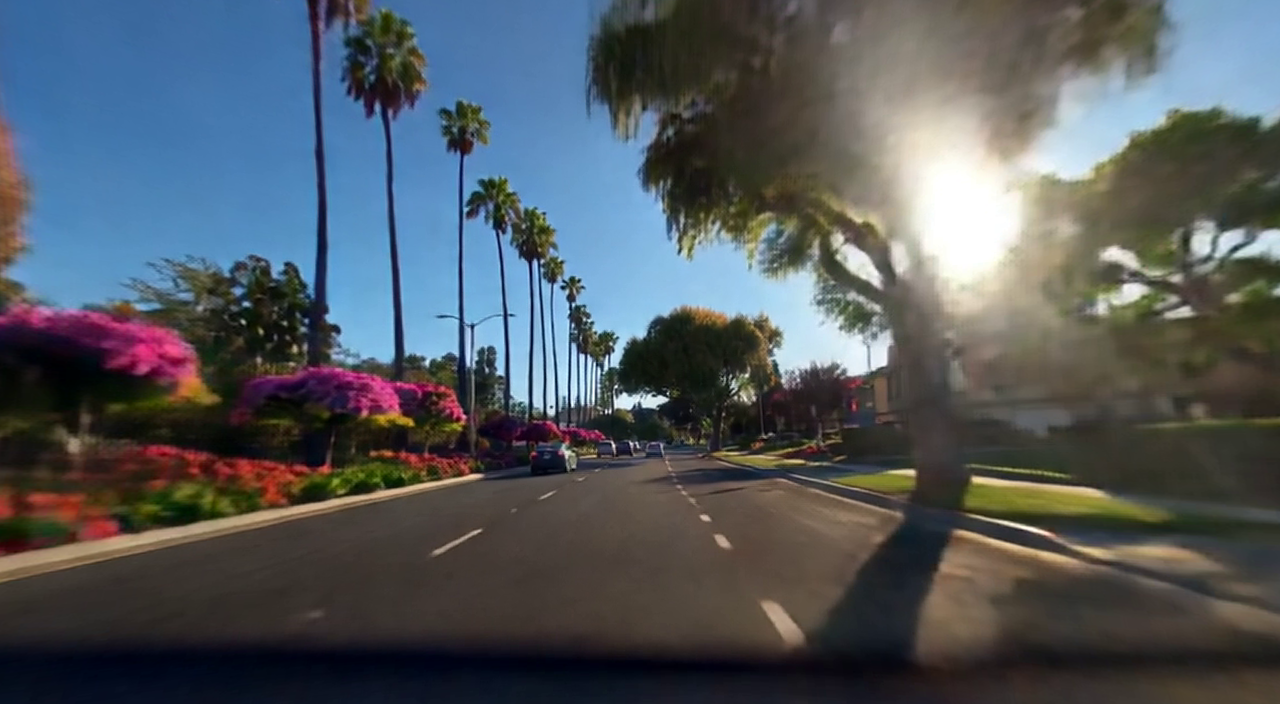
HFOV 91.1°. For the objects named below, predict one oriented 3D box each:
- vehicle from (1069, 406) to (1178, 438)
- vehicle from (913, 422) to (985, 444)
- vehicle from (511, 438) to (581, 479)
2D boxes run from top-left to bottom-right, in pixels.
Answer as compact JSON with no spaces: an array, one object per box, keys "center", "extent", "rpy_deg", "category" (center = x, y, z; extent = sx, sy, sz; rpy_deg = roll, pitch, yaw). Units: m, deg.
[{"center":[24.943,3.640,32.517],"extent":[3.956,1.565,1.886],"rpy_deg":[-1,-8,4],"category":"vehicle"},{"center":[21.856,5.770,44.572],"extent":[4.168,1.489,1.768],"rpy_deg":[0,-7,8],"category":"vehicle"},{"center":[-3.703,4.283,25.583],"extent":[2.036,1.478,4.508],"rpy_deg":[0,-8,1],"category":"vehicle"}]
